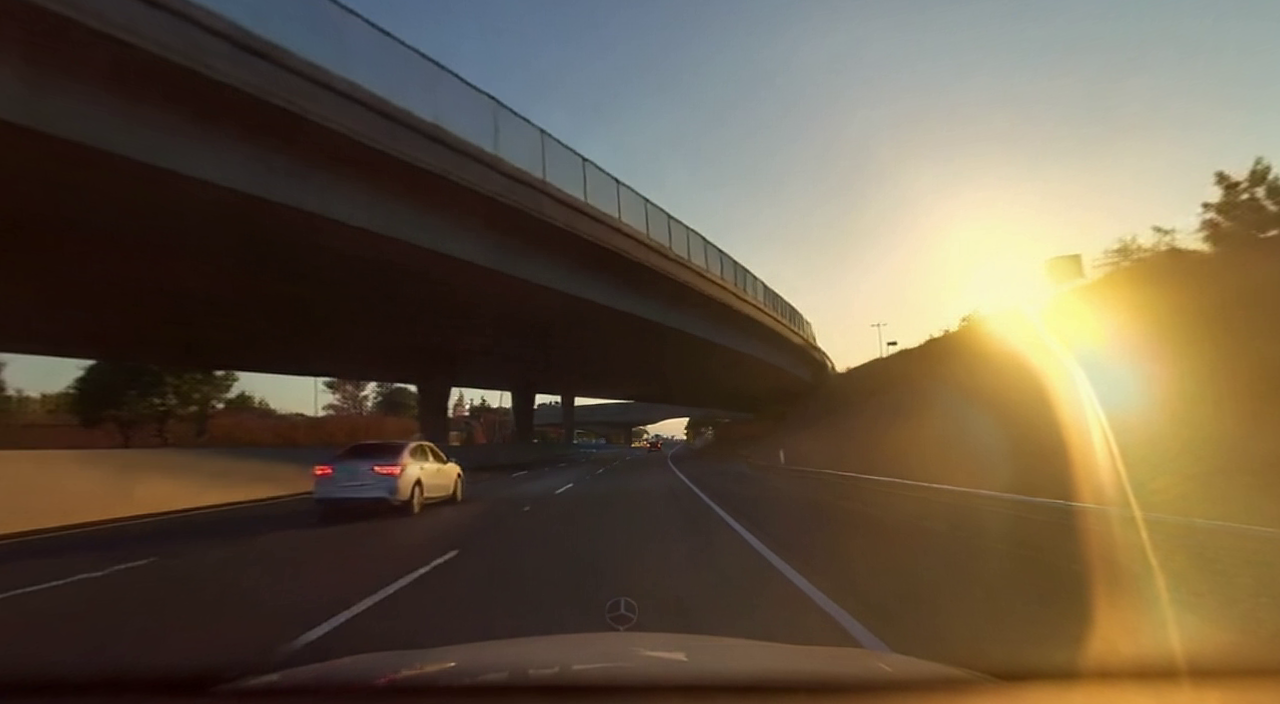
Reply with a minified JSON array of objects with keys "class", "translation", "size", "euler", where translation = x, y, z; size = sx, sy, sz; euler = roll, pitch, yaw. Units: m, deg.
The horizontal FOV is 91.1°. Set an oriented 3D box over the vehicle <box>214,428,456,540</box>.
[{"class":"vehicle","translation":[-4.948,2.204,11.125],"size":[1.961,1.540,4.487],"euler":[-1,-9,1]}]
